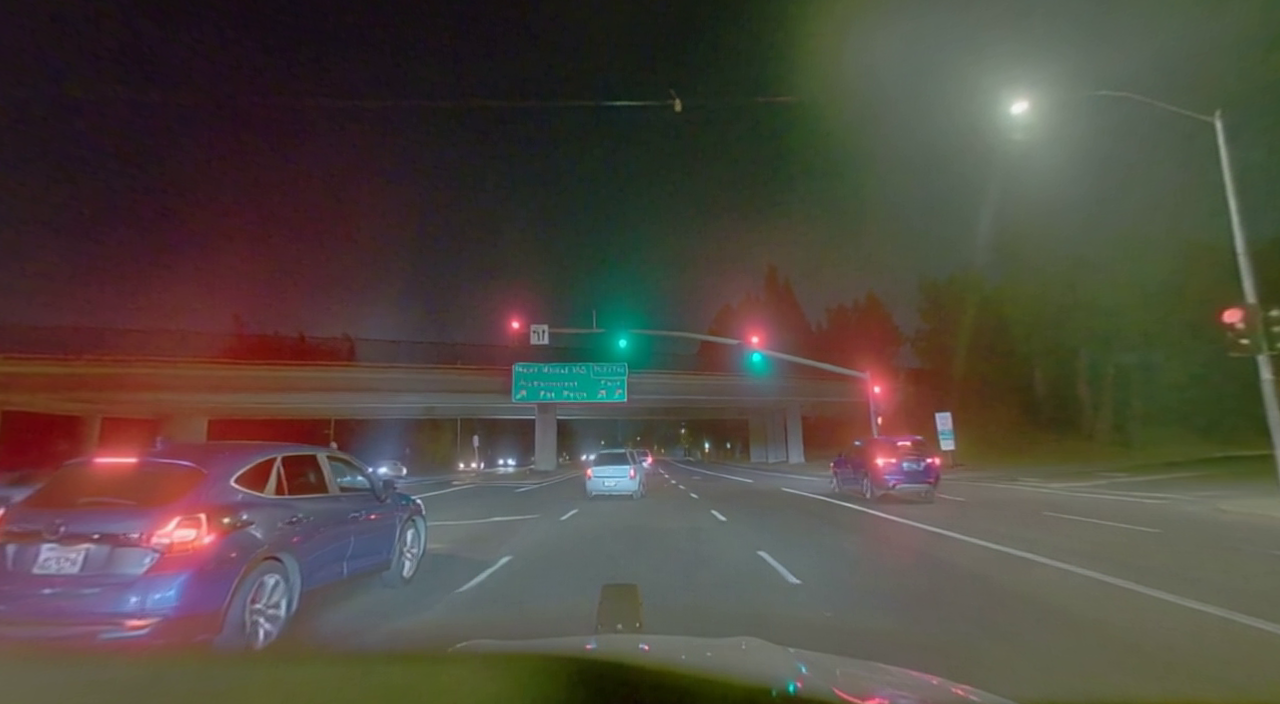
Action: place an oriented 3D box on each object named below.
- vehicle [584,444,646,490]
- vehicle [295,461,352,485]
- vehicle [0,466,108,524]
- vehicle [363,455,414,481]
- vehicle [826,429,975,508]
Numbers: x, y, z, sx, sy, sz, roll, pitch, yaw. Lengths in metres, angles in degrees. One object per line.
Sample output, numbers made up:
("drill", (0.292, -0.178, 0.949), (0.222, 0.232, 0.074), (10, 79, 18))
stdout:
("vehicle", (-0.948, 4.782, 26.711), (2.060, 1.768, 4.681), (-1, -8, 4))
("vehicle", (-23.256, 8.870, 46.642), (1.849, 1.539, 4.665), (0, -8, -1))
("vehicle", (-19.333, 4.391, 19.681), (1.857, 1.534, 4.221), (0, -8, -1))
("vehicle", (-19.339, 8.903, 48.845), (1.990, 1.789, 4.973), (0, -8, -1))
("vehicle", (6.662, 3.011, 16.801), (2.074, 1.785, 4.320), (0, -8, -1))
